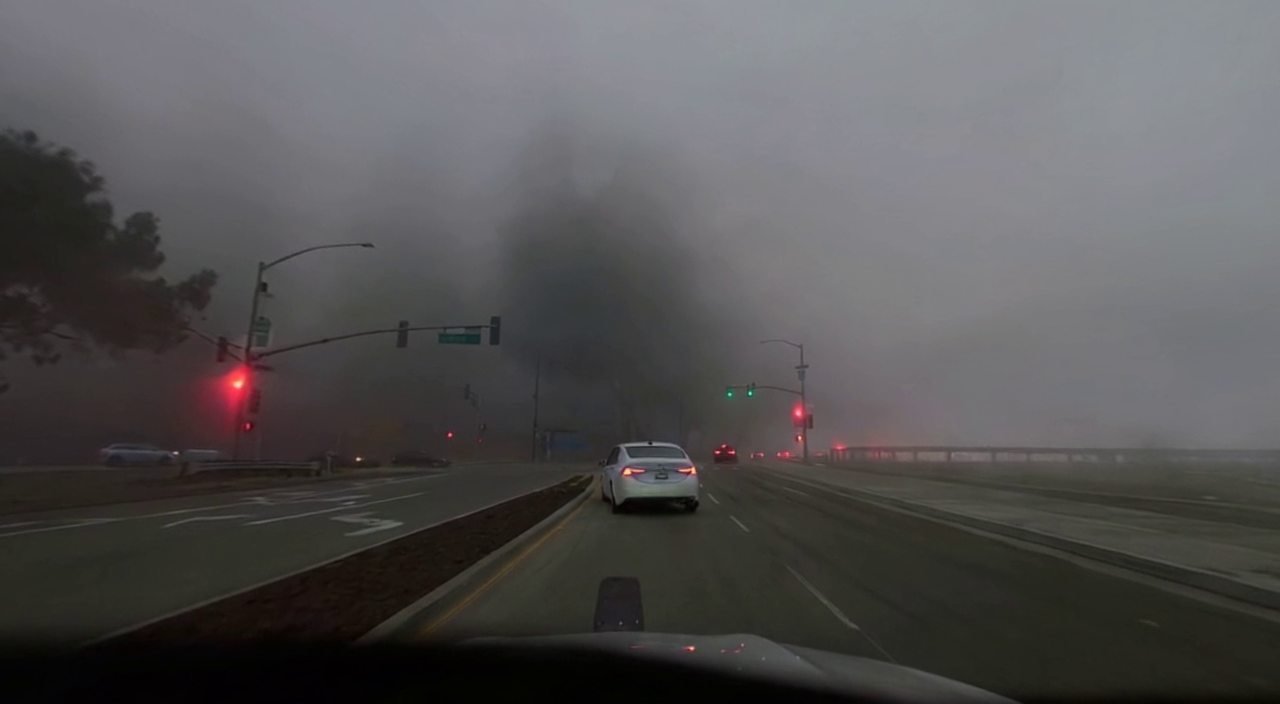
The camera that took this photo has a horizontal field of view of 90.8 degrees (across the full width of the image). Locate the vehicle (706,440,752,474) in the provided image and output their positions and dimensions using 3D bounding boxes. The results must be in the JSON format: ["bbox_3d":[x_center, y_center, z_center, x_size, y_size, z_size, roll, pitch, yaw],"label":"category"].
[{"bbox_3d":[5.181,6.187,37.552,2.092,1.851,4.913,0,-9,1],"label":"vehicle"}]

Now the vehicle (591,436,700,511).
[{"bbox_3d":[0.199,2.756,14.836,2.173,1.479,4.264,0,-9,3],"label":"vehicle"}]

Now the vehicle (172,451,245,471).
[{"bbox_3d":[-33.419,8.449,49.002,4.199,1.432,1.727,1,-9,-10],"label":"vehicle"}]

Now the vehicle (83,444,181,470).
[{"bbox_3d":[-35.818,7.367,44.654,4.877,1.754,1.978,1,-9,-9],"label":"vehicle"}]
